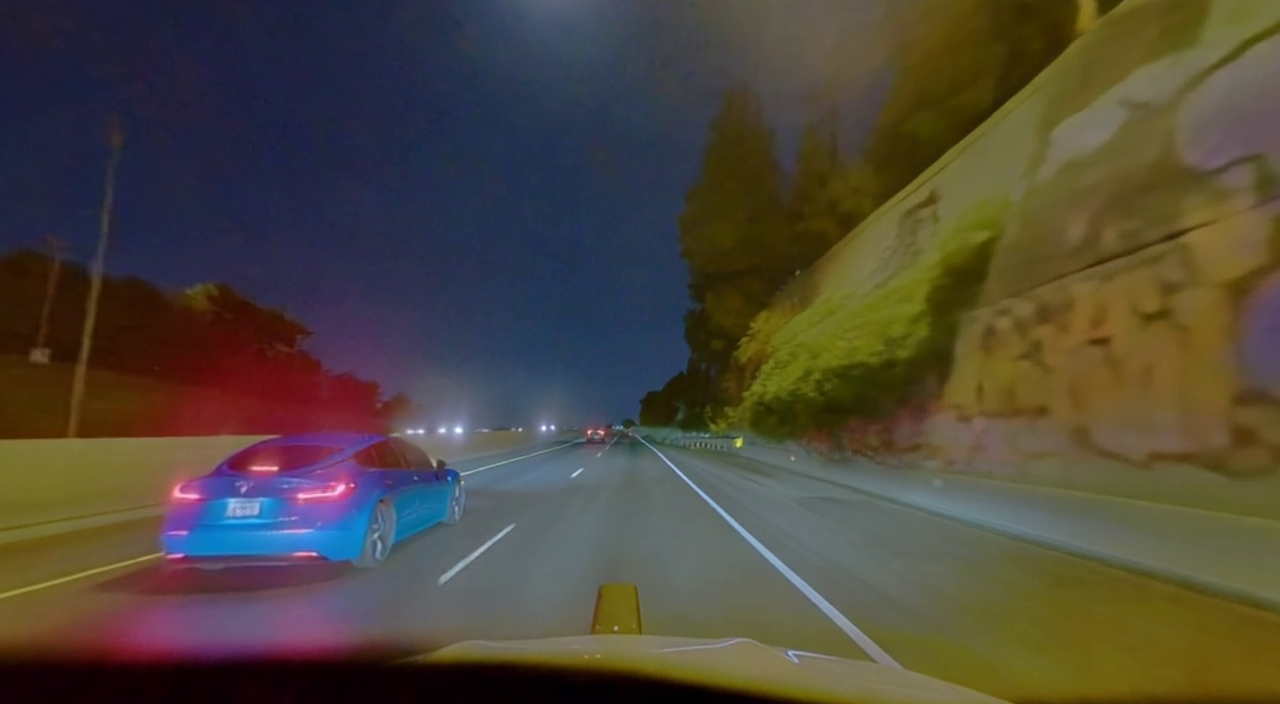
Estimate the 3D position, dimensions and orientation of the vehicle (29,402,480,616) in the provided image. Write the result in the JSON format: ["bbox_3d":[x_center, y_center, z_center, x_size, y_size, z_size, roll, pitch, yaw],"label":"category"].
[{"bbox_3d":[-3.405,1.449,6.953,2.108,1.555,4.574,0,-7,-1],"label":"vehicle"}]
